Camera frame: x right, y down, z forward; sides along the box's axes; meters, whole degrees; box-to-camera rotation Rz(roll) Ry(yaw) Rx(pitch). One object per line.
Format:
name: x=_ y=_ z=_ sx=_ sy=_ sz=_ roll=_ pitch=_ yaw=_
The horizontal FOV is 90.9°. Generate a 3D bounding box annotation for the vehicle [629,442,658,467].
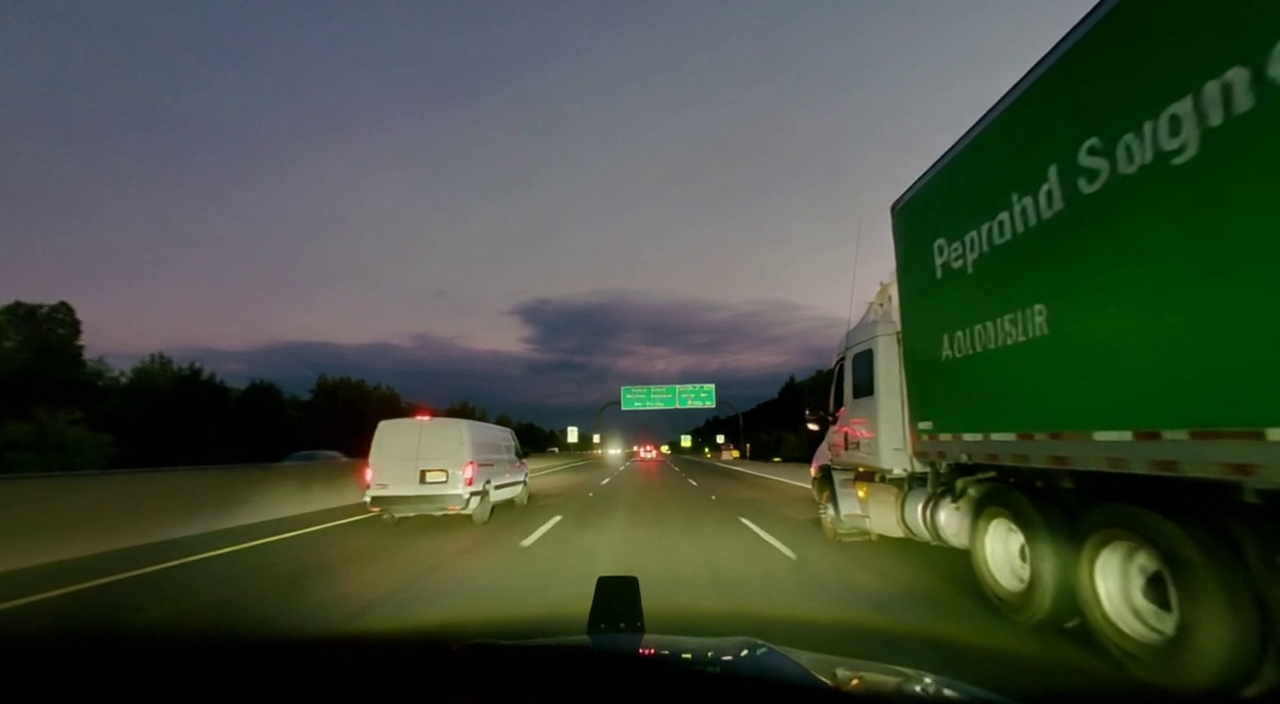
vehicle: x=0.230 y=7.435 z=45.794 sx=2.067 sy=1.690 sz=3.901 roll=0 pitch=-9 yaw=0

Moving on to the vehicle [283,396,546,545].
vehicle: x=-3.372 y=1.995 z=11.188 sx=2.572 sy=1.927 sz=5.803 roll=0 pitch=-9 yaw=-1

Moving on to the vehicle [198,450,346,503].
vehicle: x=-11.567 y=3.912 z=20.282 sx=2.025 sy=1.461 sz=4.592 roll=0 pitch=-9 yaw=0

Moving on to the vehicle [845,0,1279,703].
vehicle: x=4.178 y=0.056 z=4.463 sx=3.007 sy=3.949 sz=7.005 roll=0 pitch=-9 yaw=0
